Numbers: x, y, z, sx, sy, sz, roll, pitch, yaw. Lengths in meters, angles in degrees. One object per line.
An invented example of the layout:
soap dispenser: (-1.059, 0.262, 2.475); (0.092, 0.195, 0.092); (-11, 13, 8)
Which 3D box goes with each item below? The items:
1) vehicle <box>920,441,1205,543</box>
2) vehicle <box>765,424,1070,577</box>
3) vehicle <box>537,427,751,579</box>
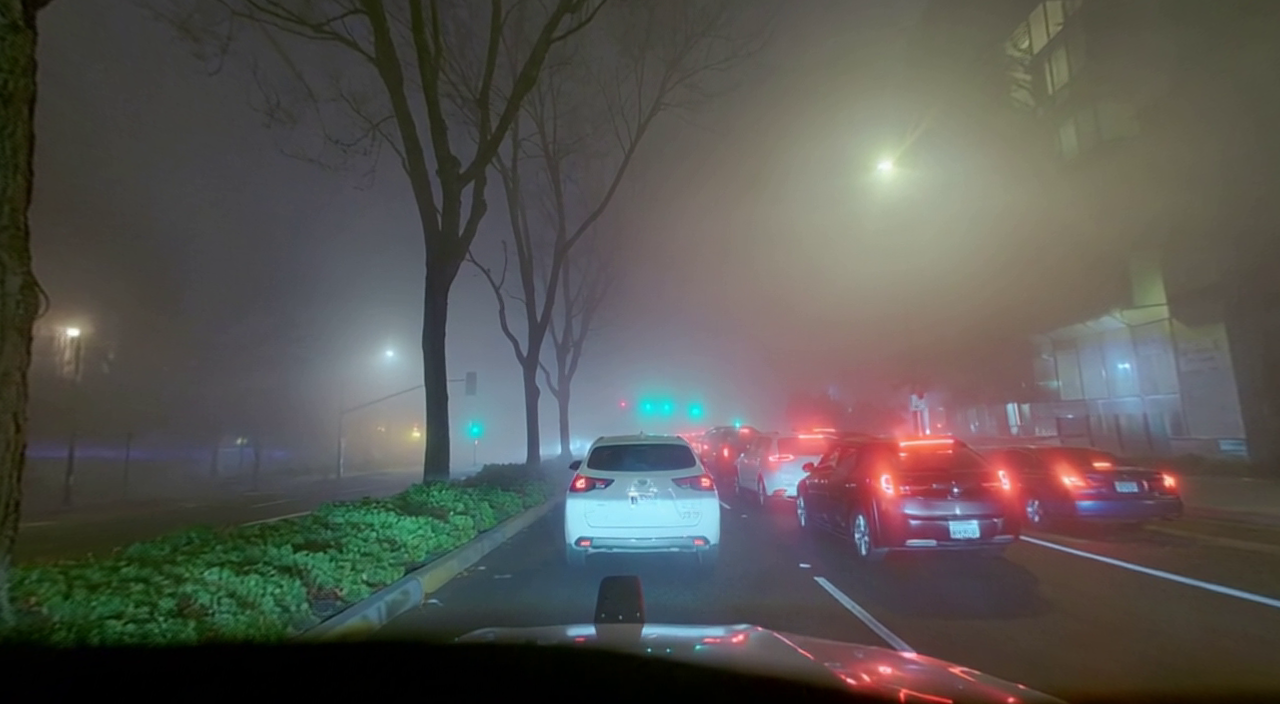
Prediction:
vehicle: (6.534, 2.161, 10.439); (1.915, 1.338, 3.874); (0, -8, -2)
vehicle: (3.189, 1.797, 8.545); (1.995, 1.483, 4.533); (0, -8, -1)
vehicle: (-0.002, 1.793, 8.355); (2.105, 1.474, 4.127); (0, -8, -1)
